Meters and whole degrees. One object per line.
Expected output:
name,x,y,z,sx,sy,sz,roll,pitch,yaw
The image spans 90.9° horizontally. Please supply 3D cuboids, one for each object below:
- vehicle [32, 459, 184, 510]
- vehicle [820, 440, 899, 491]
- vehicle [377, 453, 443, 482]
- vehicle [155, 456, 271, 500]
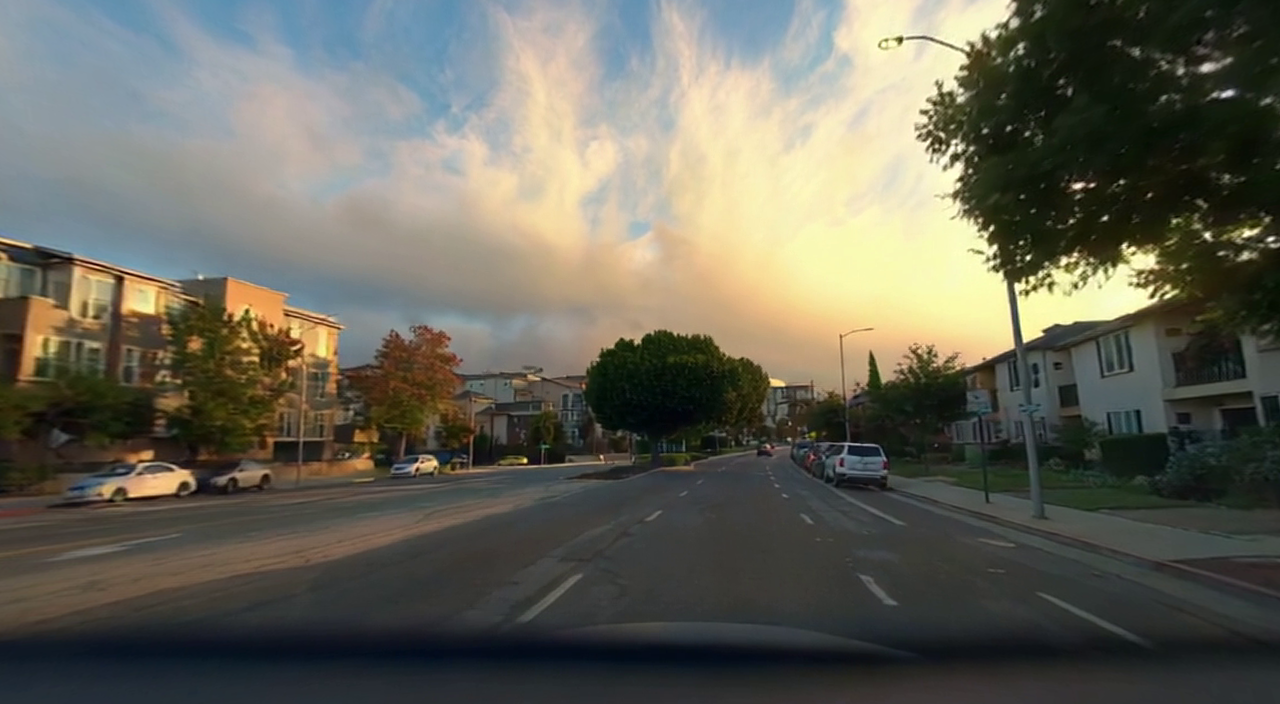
vehicle,-20.316,5.031,24.336,1.809,1.677,4.253,-1,-8,7
vehicle,7.843,4.053,22.876,2.011,1.649,4.001,-2,-9,10
vehicle,-16.416,8.256,45.366,2.060,1.814,5.097,-2,-9,11
vehicle,-19.597,5.750,29.186,1.886,1.777,4.273,-2,-9,10
